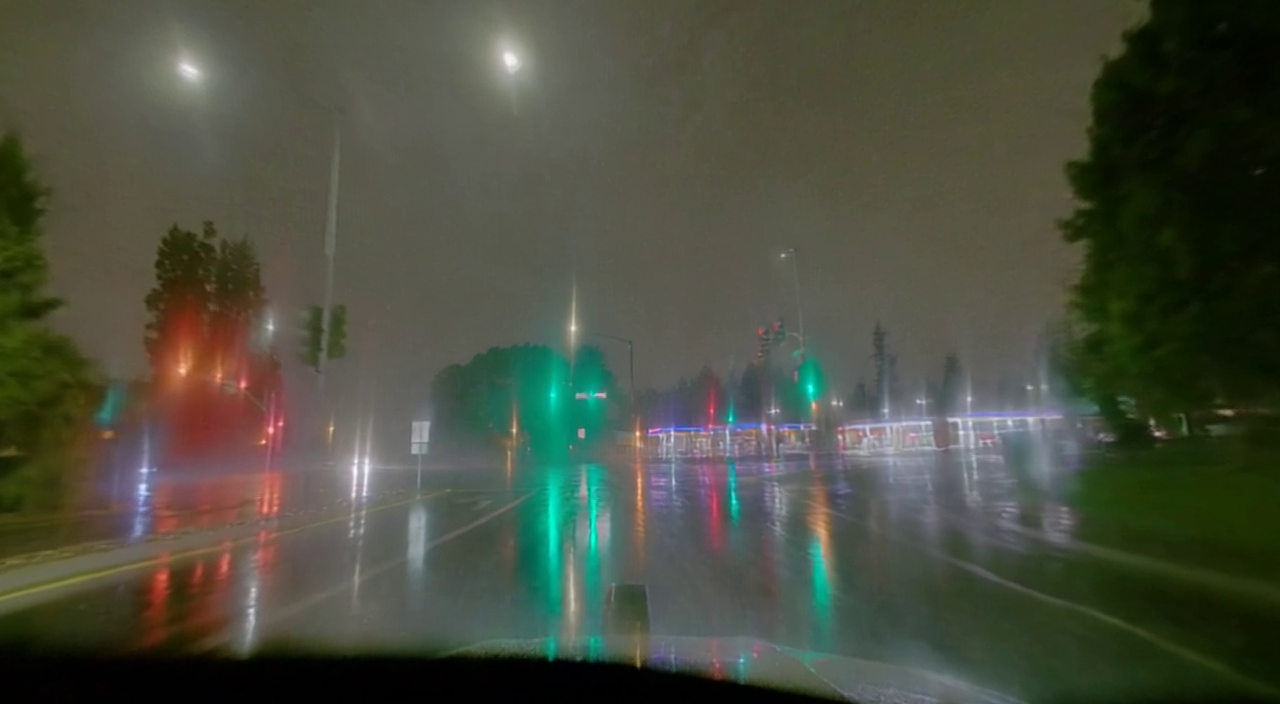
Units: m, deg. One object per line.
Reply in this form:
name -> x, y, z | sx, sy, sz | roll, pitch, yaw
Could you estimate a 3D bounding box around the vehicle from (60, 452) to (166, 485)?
vehicle -> -29.705, 6.543, 35.597 | 4.559, 1.608, 1.961 | -2, -7, 8
